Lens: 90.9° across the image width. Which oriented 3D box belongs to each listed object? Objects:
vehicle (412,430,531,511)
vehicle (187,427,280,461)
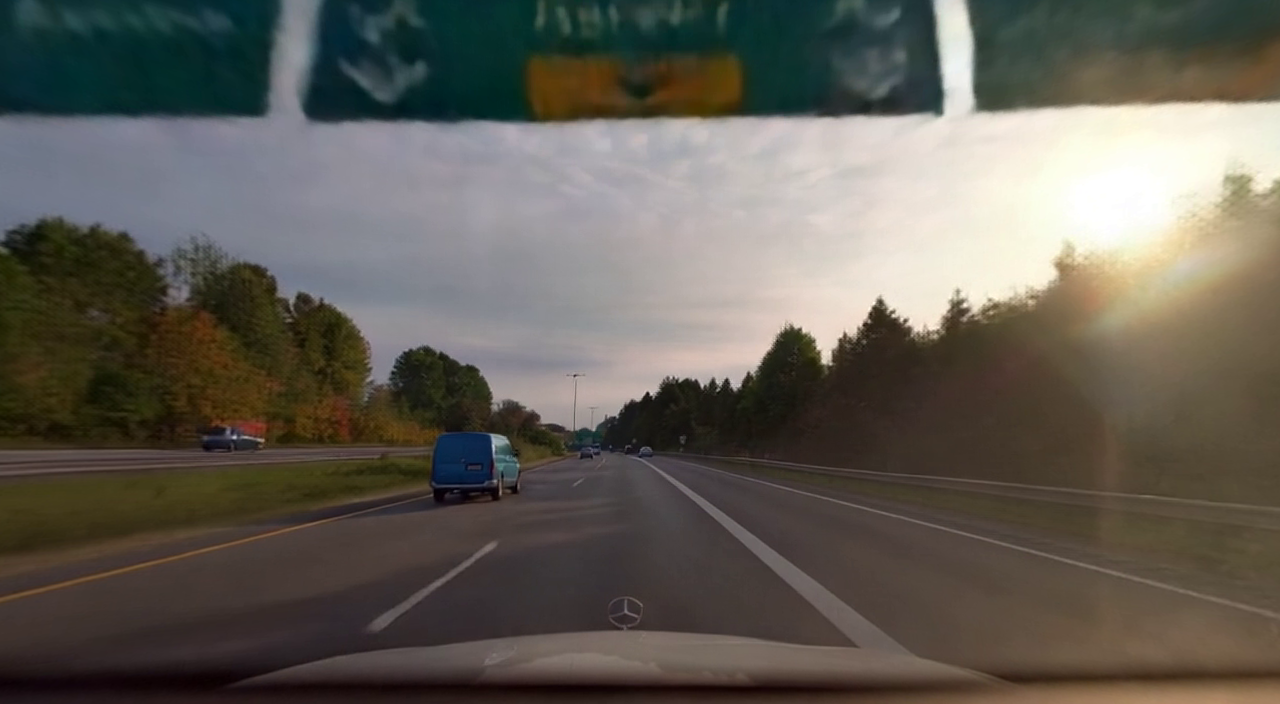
[{"bbox_3d":[-4.197,3.028,16.505,1.971,1.795,4.389,0,-9,-2],"label":"vehicle"},{"bbox_3d":[-18.712,4.280,29.202,1.879,1.492,3.607,0,-9,0],"label":"vehicle"}]
